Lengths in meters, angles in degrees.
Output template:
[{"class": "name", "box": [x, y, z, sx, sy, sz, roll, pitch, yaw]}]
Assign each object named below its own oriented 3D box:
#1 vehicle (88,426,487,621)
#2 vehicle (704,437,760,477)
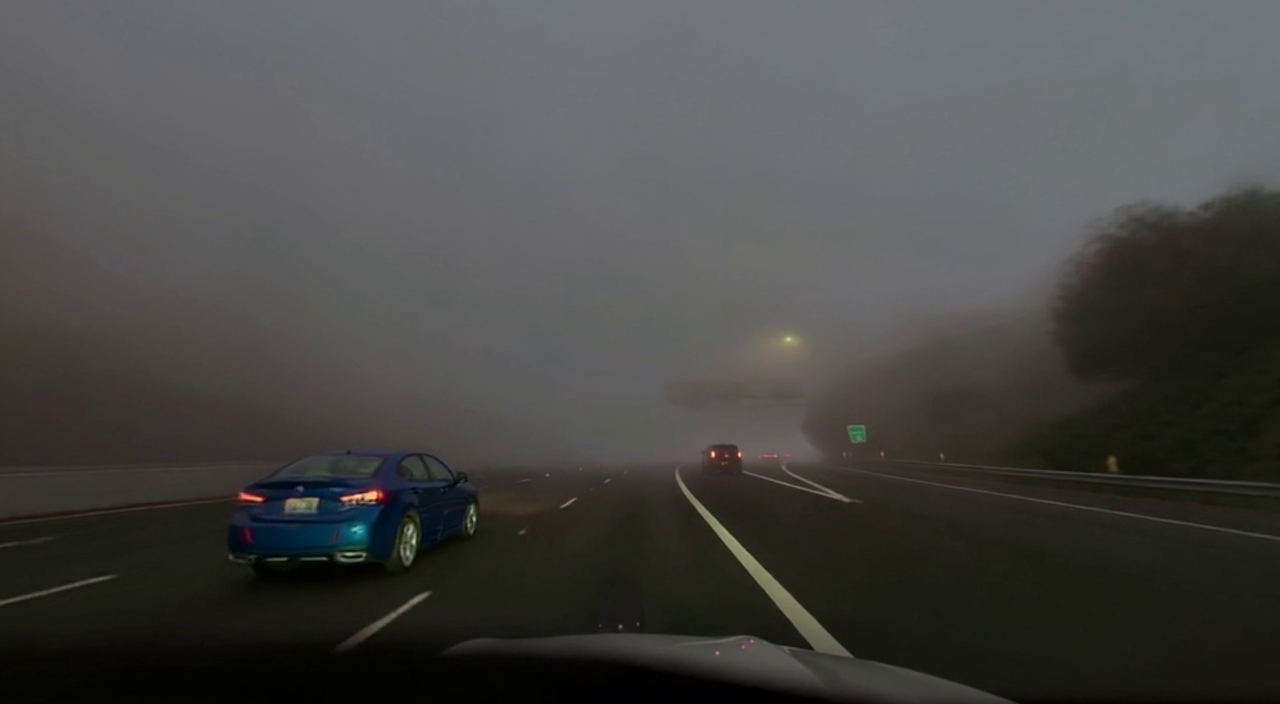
[{"class": "vehicle", "box": [-3.287, 1.677, 7.151, 1.937, 1.490, 4.372, 0, -9, 1]}, {"class": "vehicle", "box": [4.487, 5.204, 31.431, 2.225, 1.833, 4.340, 0, -9, 1]}]
